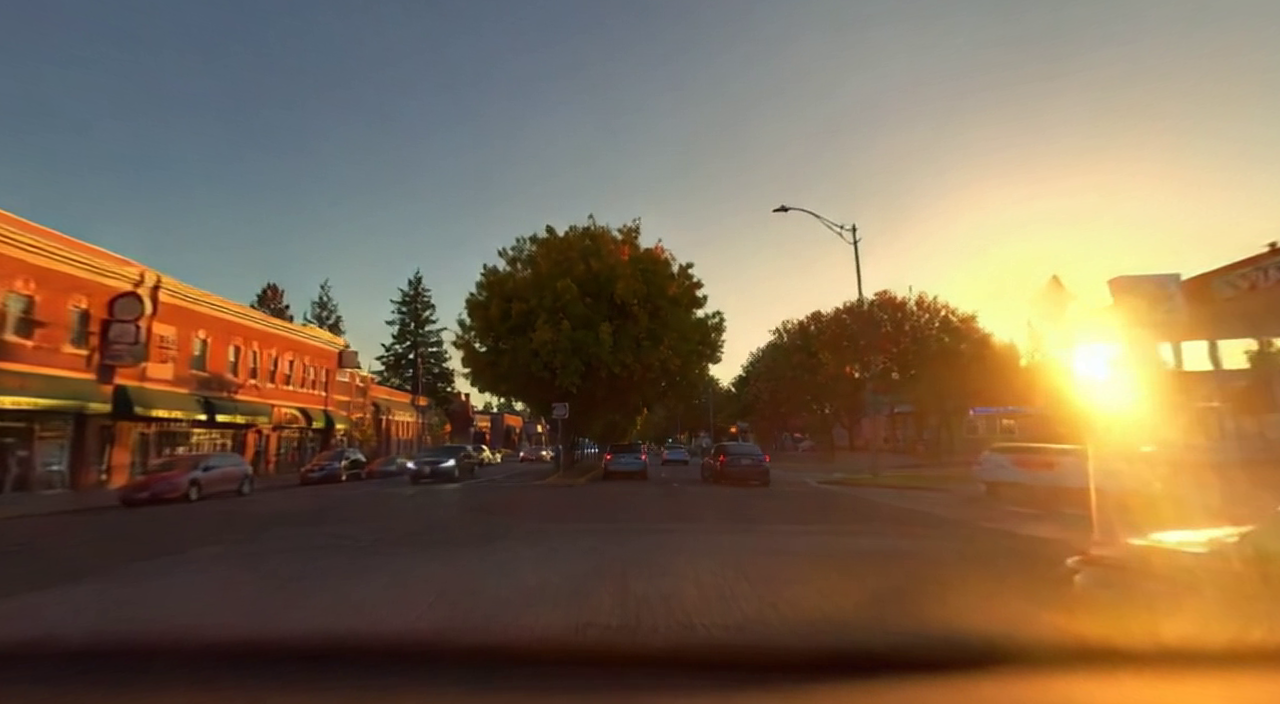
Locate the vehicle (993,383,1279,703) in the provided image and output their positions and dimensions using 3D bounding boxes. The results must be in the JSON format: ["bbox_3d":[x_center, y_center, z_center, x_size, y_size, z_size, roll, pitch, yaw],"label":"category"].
[{"bbox_3d":[3.147,0.747,1.367,2.097,1.502,4.470,0,-9,-1],"label":"vehicle"}]

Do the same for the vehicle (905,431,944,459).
[{"bbox_3d":[18.635,6.102,41.329,1.937,1.691,4.746,-5,-10,27],"label":"vehicle"}]

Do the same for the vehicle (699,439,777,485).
[{"bbox_3d":[3.415,3.947,22.946,2.060,1.471,4.168,0,-9,-1],"label":"vehicle"}]

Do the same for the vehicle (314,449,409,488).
[{"bbox_3d":[-11.655,4.885,26.903,1.915,1.473,4.573,0,-9,1],"label":"vehicle"}]

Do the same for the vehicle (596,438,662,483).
[{"bbox_3d":[-0.413,4.011,23.661,2.232,1.508,4.319,0,-9,-1],"label":"vehicle"}]

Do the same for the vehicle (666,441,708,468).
[{"bbox_3d":[2.765,6.161,38.221,2.098,1.527,3.966,0,-9,-2],"label":"vehicle"}]

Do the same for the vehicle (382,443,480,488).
[{"bbox_3d":[-7.969,4.352,24.725,2.240,1.550,4.760,0,-9,0],"label":"vehicle"}]

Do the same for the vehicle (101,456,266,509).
[{"bbox_3d":[-14.970,4.259,21.196,2.007,1.463,4.792,0,-9,-1],"label":"vehicle"}]
